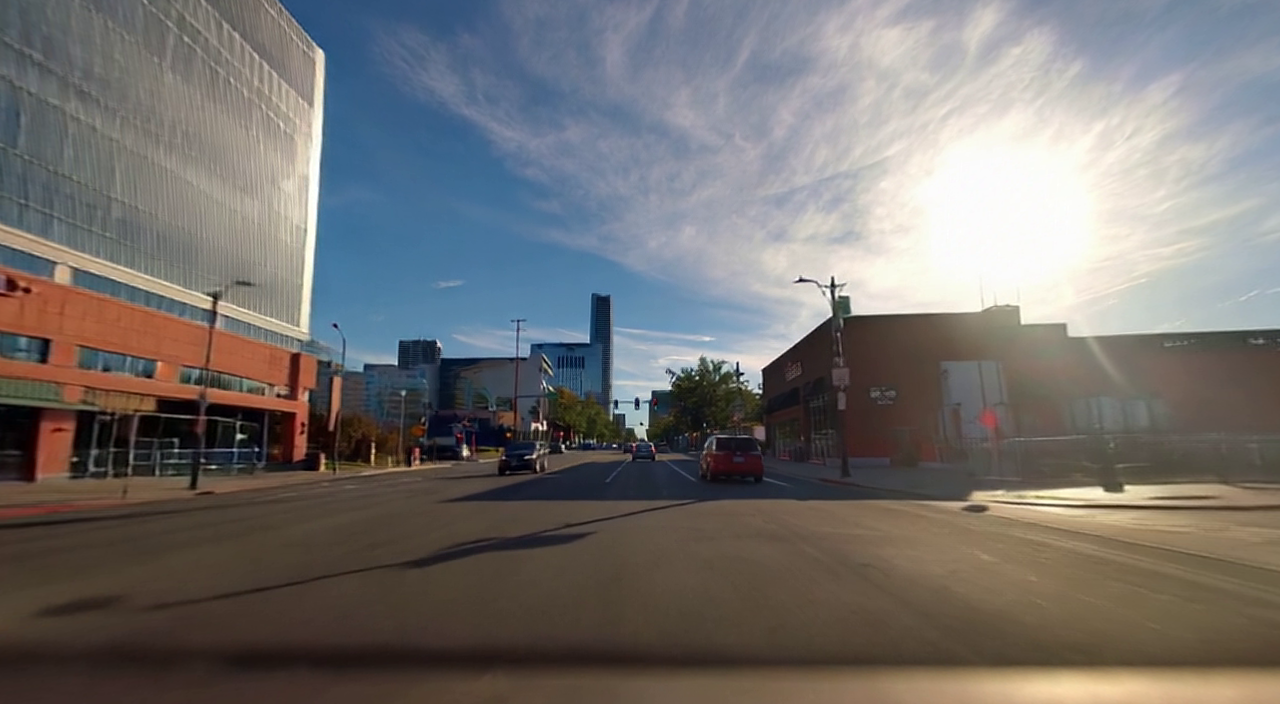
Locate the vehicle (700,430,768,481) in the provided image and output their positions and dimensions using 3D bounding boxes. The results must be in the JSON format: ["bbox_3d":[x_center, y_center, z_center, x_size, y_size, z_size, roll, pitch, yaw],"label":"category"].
[{"bbox_3d":[3.859,4.382,26.802,2.159,1.938,4.836,0,-9,0],"label":"vehicle"}]

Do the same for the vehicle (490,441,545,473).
[{"bbox_3d":[-6.868,5.934,35.778,2.200,1.666,4.126,0,-9,1],"label":"vehicle"}]

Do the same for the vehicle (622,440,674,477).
[{"bbox_3d":[0.370,4.954,29.561,2.245,1.587,4.094,0,-9,1],"label":"vehicle"}]

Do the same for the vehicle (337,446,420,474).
[{"bbox_3d":[-19.736,8.142,47.668,5.223,2.060,2.247,0,-8,1],"label":"vehicle"}]
